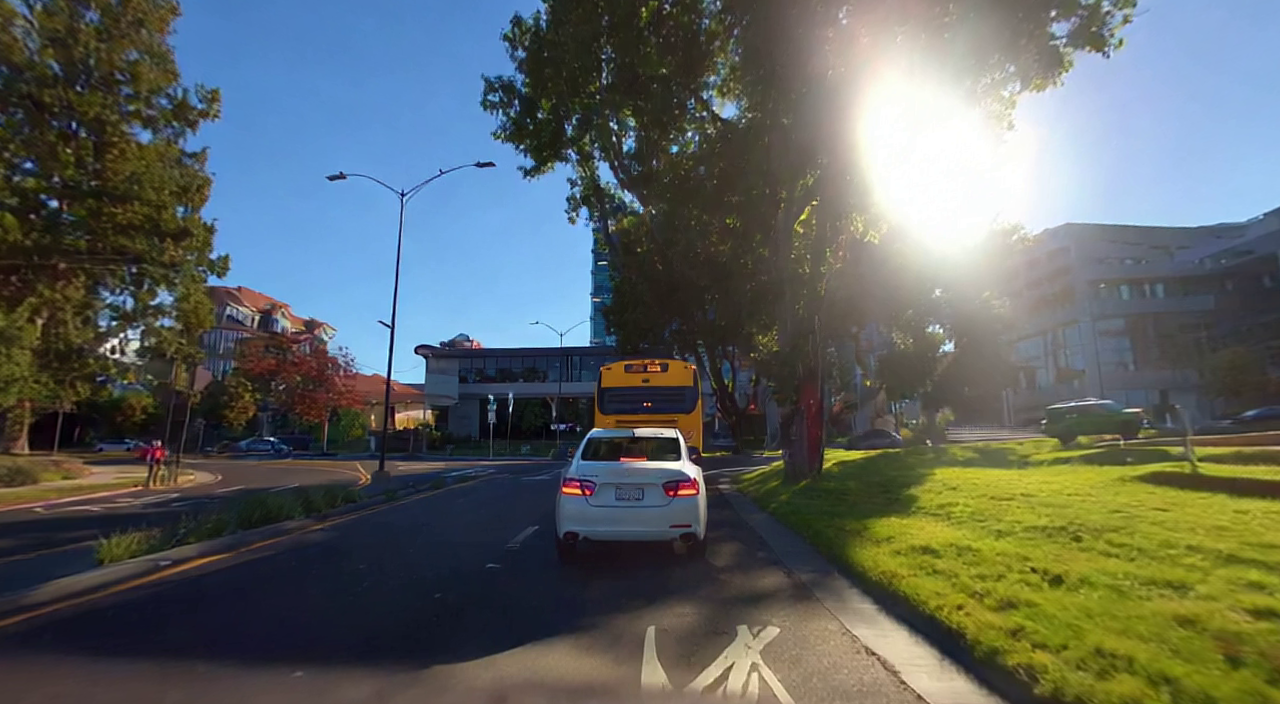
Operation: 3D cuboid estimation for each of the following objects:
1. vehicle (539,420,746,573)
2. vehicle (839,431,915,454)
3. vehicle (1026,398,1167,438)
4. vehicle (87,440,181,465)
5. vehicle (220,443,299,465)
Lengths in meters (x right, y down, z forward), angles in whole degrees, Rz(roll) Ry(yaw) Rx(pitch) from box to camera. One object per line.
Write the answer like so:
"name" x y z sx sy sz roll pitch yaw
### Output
"vehicle" 0.046 1.704 8.192 2.020 1.478 3.922 0 -8 1
"vehicle" 15.781 6.017 42.021 4.422 1.457 1.882 -5 -10 29
"vehicle" 18.499 2.752 25.658 4.359 1.458 1.781 -8 -11 42
"vehicle" -32.003 6.343 39.956 4.473 1.442 1.743 7 -11 -38
"vehicle" -25.899 6.920 43.073 4.403 1.422 1.697 4 -9 -26
